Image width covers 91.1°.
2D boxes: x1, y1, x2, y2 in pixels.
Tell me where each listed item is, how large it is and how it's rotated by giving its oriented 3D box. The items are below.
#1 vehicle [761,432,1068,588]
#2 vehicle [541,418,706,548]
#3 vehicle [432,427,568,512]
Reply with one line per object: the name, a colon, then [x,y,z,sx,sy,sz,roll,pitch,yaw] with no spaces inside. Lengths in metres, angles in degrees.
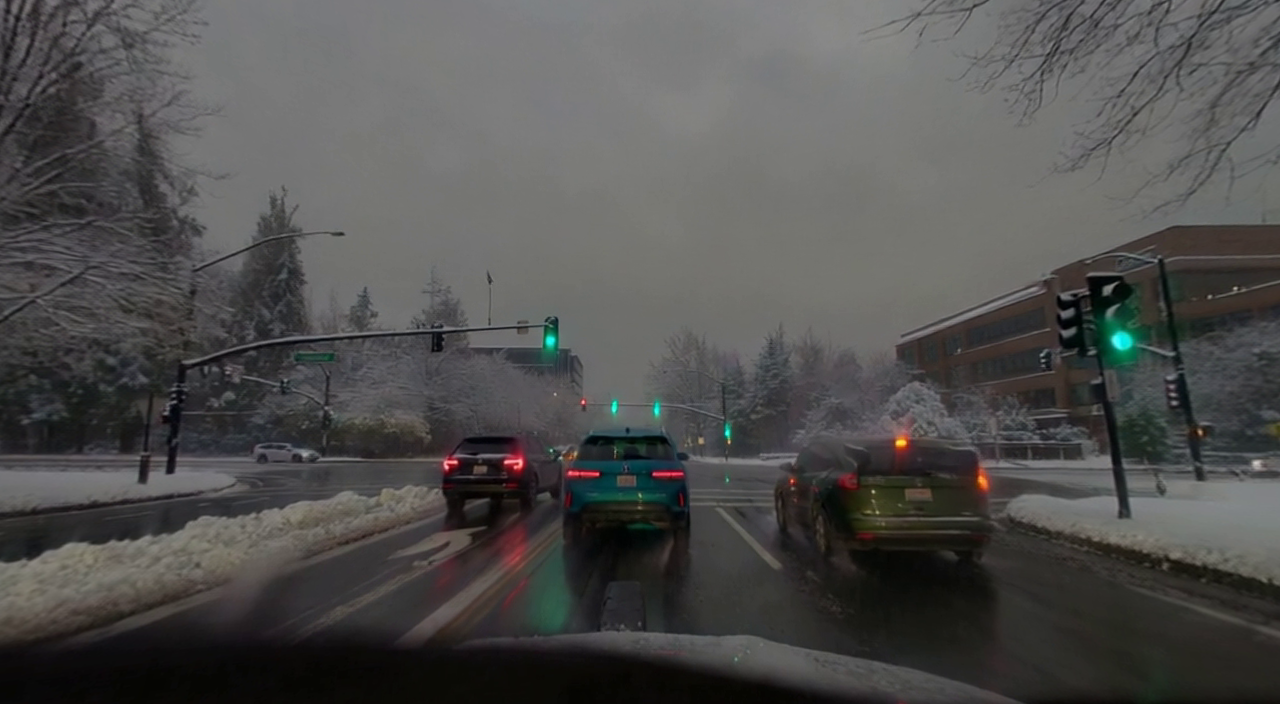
vehicle: [3.054,1.847,8.300,2.056,1.468,4.520,0,-8,1]
vehicle: [-0.202,2.006,10.250,2.108,1.654,4.235,0,-8,0]
vehicle: [-2.975,2.593,14.301,1.987,1.633,4.005,0,-8,3]
